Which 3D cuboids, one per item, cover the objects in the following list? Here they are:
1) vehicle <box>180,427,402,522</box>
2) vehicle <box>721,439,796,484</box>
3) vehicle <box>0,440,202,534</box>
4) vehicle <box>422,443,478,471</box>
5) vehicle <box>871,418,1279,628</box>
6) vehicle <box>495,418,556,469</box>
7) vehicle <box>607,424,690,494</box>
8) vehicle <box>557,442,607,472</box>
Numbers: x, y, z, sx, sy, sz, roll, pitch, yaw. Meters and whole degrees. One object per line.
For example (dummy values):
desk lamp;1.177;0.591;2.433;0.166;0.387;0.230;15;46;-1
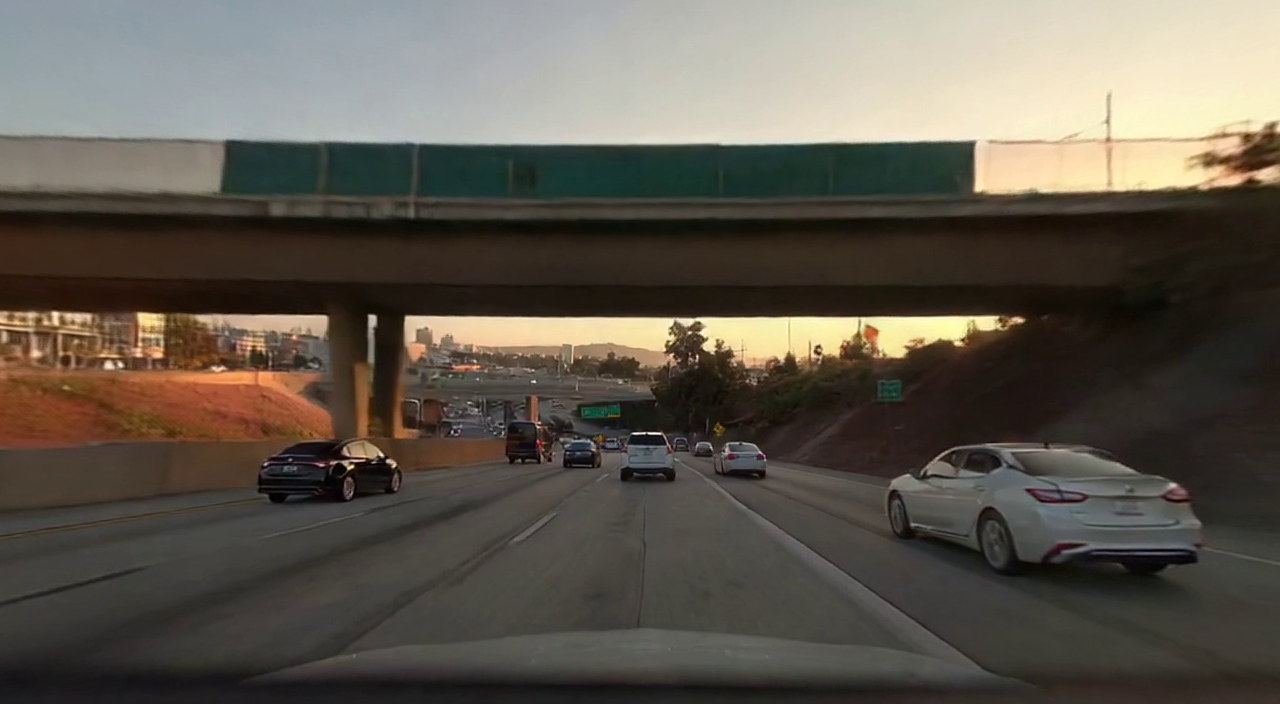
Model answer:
vehicle;-6.956;2.466;13.295;2.021;1.632;4.417;0;-8;2
vehicle;4.309;4.047;23.686;1.942;1.487;4.518;0;-8;0
vehicle;-10.823;2.380;11.747;1.970;1.441;4.555;0;-8;1
vehicle;-10.725;5.946;35.842;1.923;1.480;3.905;0;-8;1
vehicle;4.313;1.553;6.814;1.915;1.482;4.537;0;-8;0
vehicle;-6.889;5.645;38.921;2.358;2.817;7.055;0;-8;0
vehicle;0.260;3.188;19.128;2.209;1.863;4.626;0;-8;1
vehicle;-2.992;5.524;33.429;2.079;1.499;4.512;0;-8;2
